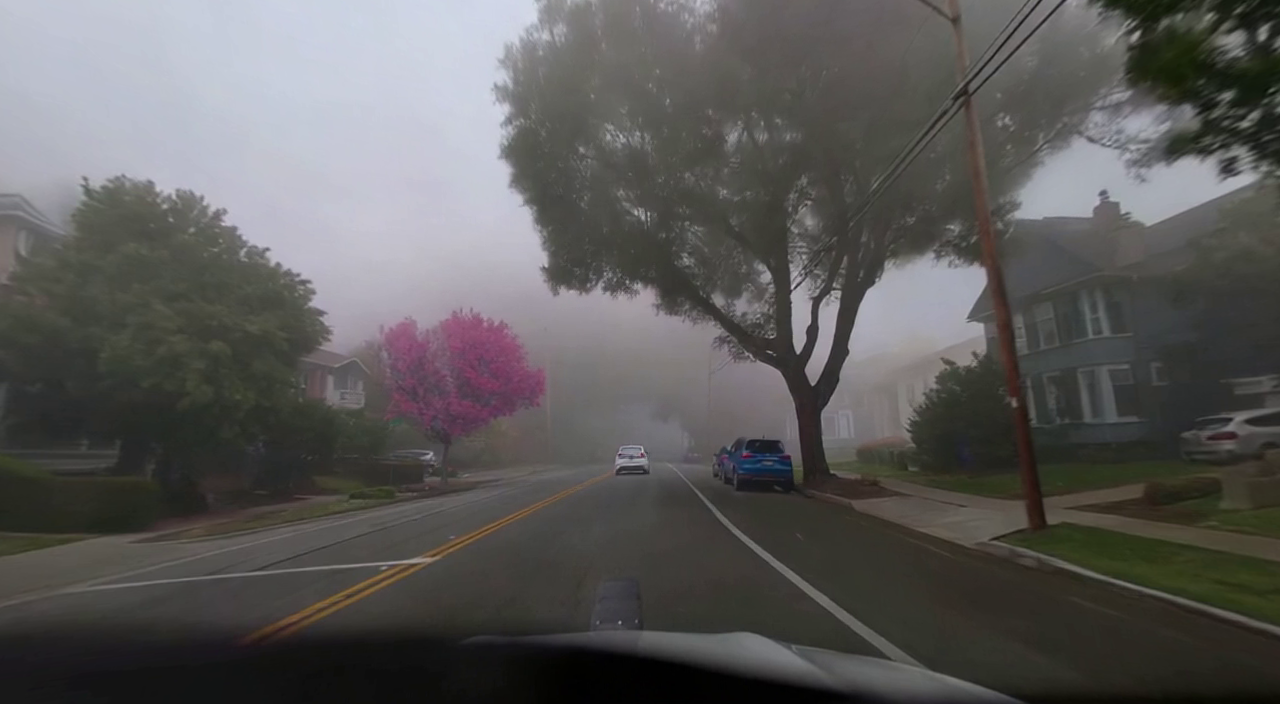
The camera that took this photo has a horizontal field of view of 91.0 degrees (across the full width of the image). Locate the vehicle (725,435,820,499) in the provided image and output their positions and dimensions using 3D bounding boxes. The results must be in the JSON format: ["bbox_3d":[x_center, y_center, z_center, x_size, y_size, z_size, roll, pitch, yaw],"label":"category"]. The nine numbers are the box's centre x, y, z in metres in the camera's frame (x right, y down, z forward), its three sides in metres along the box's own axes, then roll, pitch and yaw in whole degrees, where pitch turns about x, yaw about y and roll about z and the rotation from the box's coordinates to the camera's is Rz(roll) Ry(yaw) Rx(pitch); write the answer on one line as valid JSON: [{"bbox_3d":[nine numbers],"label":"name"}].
[{"bbox_3d":[4.189,3.701,20.812,2.100,1.830,5.040,0,-8,1],"label":"vehicle"}]

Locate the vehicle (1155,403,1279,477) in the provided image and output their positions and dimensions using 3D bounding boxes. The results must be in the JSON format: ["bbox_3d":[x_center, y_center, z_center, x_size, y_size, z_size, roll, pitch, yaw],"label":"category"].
[{"bbox_3d":[16.018,2.153,15.434,4.927,1.674,2.025,0,-8,0],"label":"vehicle"}]

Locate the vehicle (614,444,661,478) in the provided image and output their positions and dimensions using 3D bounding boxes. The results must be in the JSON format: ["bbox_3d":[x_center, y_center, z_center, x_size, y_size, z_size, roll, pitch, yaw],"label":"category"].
[{"bbox_3d":[-0.087,5.198,30.240,2.104,1.500,3.815,0,-8,1],"label":"vehicle"}]

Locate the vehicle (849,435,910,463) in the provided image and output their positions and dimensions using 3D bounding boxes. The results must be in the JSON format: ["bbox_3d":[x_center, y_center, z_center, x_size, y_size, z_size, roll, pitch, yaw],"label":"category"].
[{"bbox_3d":[15.151,6.162,40.143,1.919,1.677,4.590,0,-8,-3],"label":"vehicle"}]

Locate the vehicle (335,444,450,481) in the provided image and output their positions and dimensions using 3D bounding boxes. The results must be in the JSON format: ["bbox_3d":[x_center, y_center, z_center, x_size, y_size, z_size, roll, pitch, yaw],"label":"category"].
[{"bbox_3d":[-15.332,6.881,39.234,6.278,1.911,2.173,-3,-10,1],"label":"vehicle"}]
